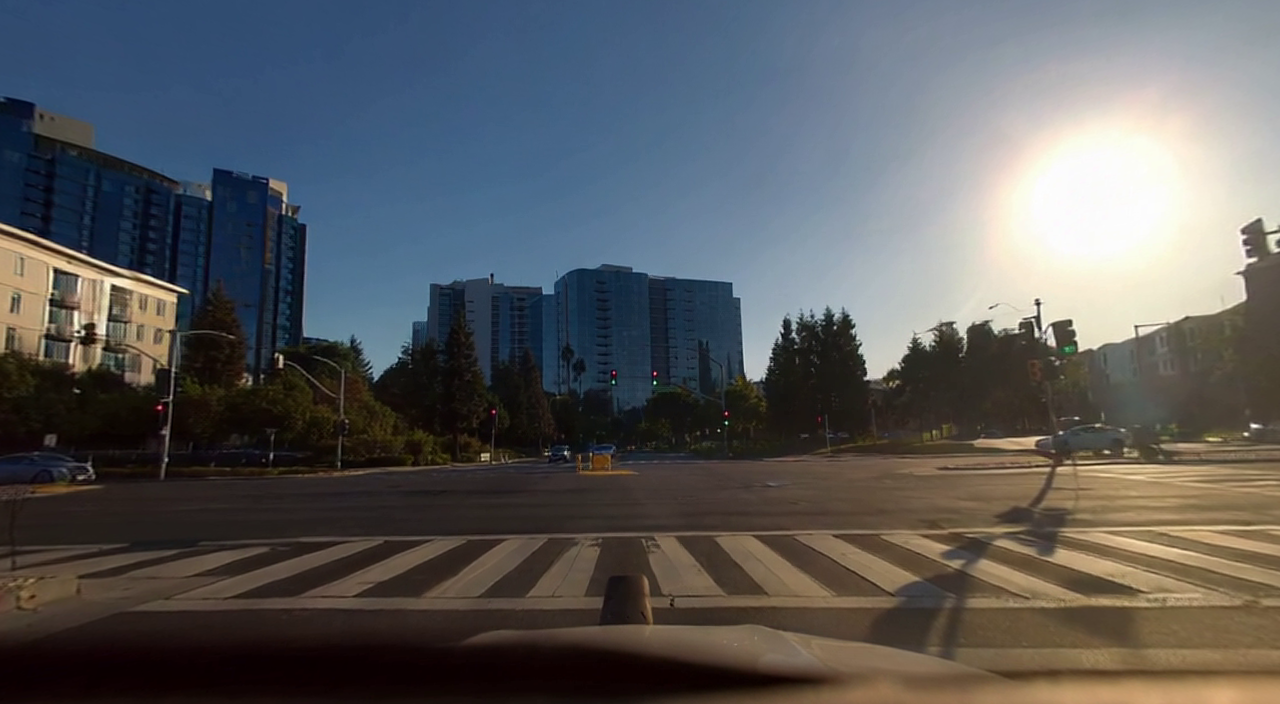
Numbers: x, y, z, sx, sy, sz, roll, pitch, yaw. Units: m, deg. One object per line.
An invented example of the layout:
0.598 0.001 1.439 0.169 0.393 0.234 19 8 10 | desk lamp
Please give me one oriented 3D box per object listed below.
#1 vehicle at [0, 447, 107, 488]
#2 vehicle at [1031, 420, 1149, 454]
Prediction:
-25.219 4.781 26.252 4.332 1.573 1.900 0 -8 3 | vehicle
23.050 4.377 32.396 4.483 1.691 1.949 0 -8 1 | vehicle
